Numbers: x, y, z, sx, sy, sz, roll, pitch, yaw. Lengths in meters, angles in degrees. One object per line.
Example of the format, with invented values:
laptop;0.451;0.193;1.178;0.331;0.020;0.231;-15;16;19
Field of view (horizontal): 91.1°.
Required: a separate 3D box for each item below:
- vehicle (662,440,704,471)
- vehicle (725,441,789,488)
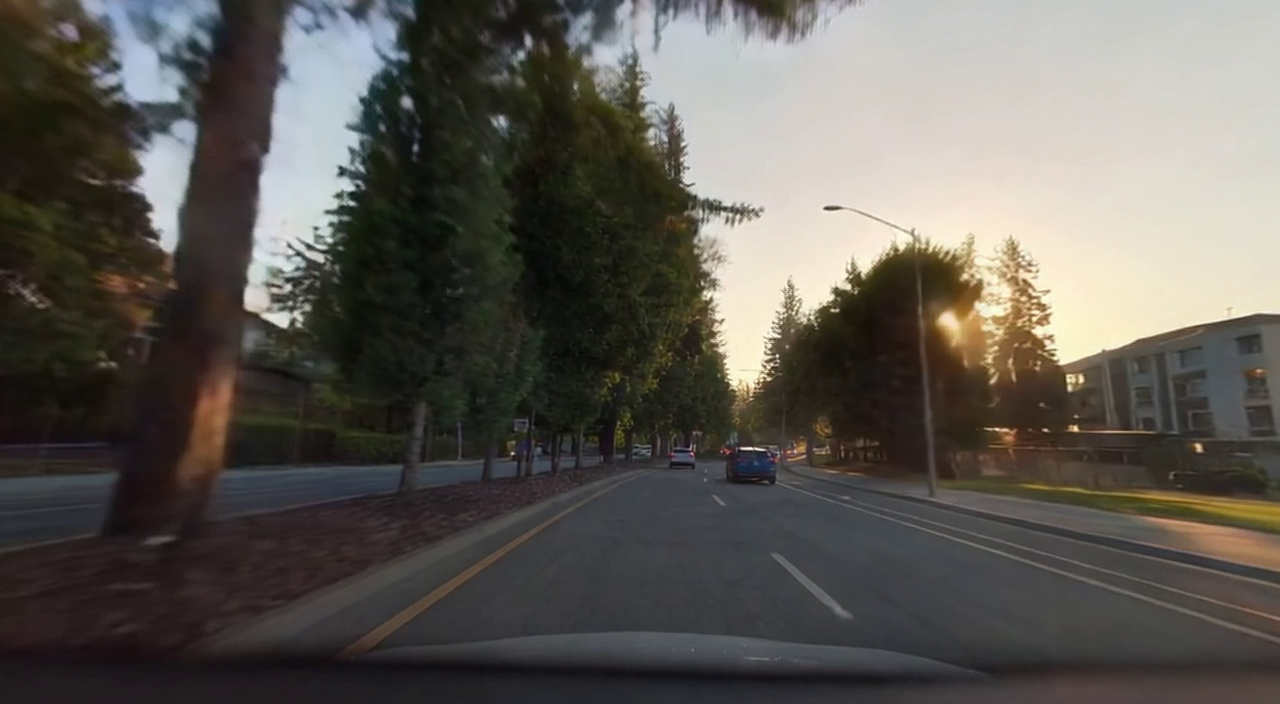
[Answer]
vehicle;2.725;6.362;38.792;2.251;1.822;4.391;-1;-9;8
vehicle;4.528;4.396;24.851;1.971;1.663;4.287;-1;-8;4
